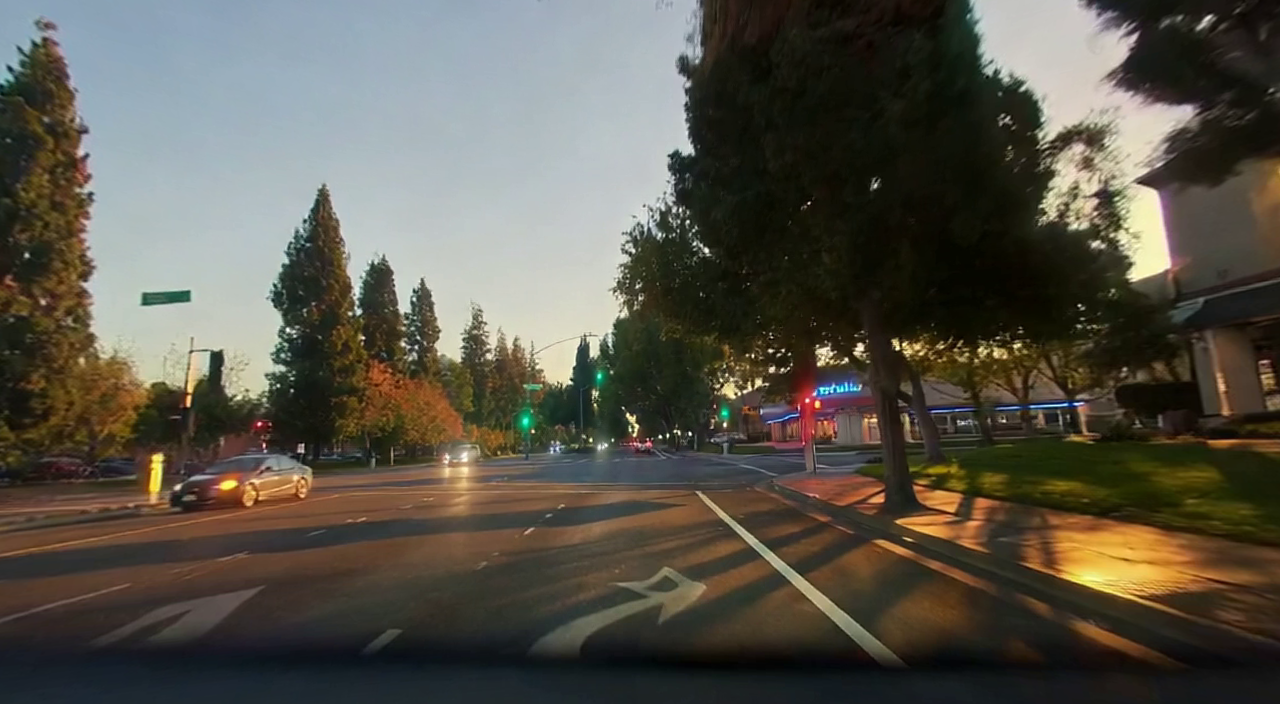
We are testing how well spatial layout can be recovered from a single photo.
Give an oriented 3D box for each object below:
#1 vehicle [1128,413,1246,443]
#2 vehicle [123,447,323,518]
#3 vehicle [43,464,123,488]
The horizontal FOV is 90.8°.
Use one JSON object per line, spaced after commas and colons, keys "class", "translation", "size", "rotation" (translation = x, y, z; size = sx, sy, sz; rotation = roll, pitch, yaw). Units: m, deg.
{"class": "vehicle", "translation": [29.928, 4.193, 34.682], "size": [4.492, 1.584, 1.901], "rotation": [-1, -8, 5]}
{"class": "vehicle", "translation": [-10.472, 3.254, 16.384], "size": [2.121, 1.543, 4.349], "rotation": [0, -8, 1]}
{"class": "vehicle", "translation": [-42.481, 9.463, 48.333], "size": [2.034, 1.559, 4.601], "rotation": [-4, -10, -3]}
